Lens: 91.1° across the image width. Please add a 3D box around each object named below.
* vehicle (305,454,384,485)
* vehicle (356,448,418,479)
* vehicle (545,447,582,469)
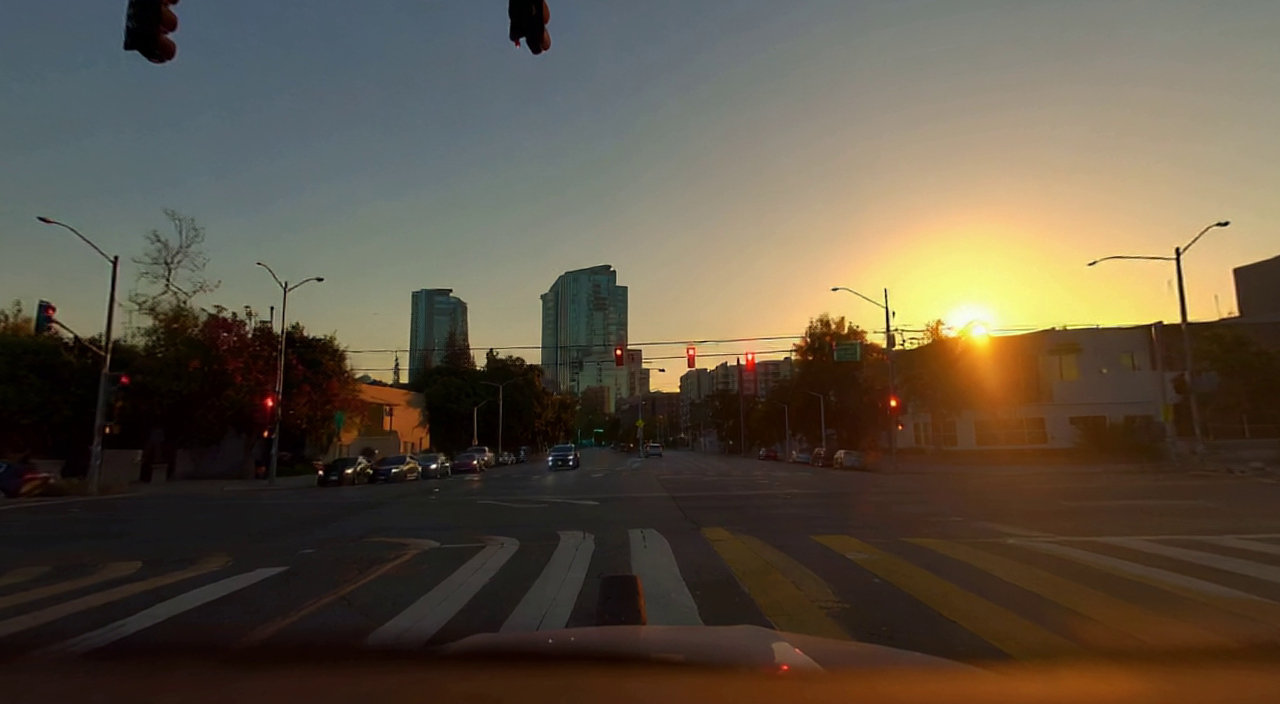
[{"bbox_3d":[-16.094,6.382,34.497,2.055,1.506,4.663,0,-9,-1],"label":"vehicle"},{"bbox_3d":[-16.183,7.106,40.443,1.960,1.819,5.018,0,-9,-1],"label":"vehicle"},{"bbox_3d":[-5.693,7.932,47.162,2.154,1.501,4.416,0,-9,0],"label":"vehicle"}]
